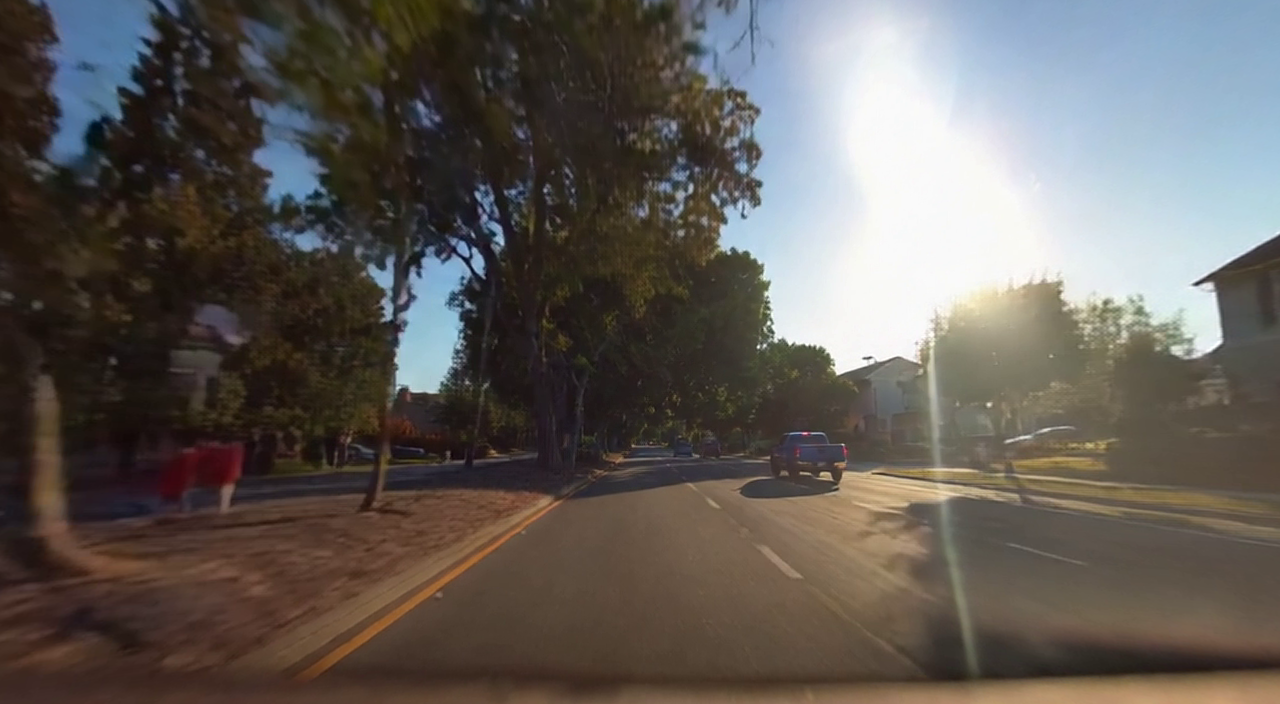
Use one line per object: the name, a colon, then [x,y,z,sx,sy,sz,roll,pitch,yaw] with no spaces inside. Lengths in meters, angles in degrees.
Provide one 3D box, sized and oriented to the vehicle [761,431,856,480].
vehicle: [6.636,4.152,25.655,2.262,1.769,5.666,0,-8,-1]
